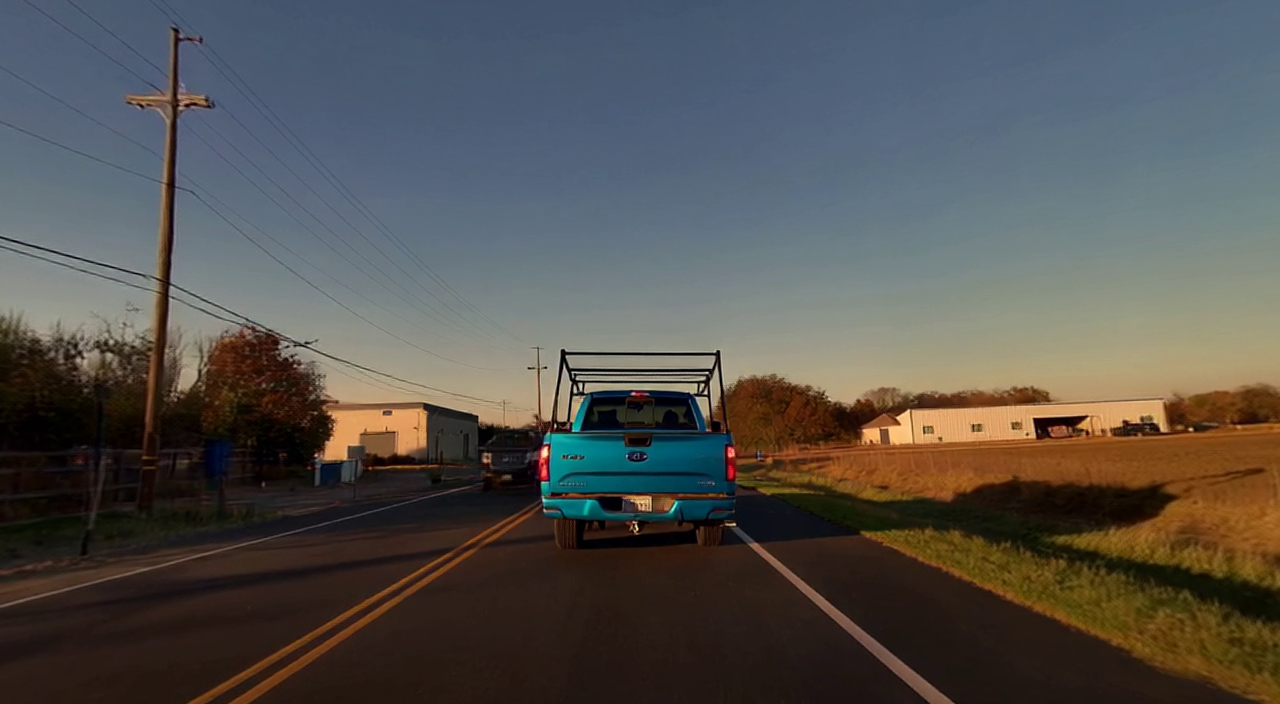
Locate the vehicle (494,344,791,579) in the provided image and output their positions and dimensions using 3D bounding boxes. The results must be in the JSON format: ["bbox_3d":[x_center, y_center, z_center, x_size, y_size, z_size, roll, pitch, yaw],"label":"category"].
[{"bbox_3d":[-0.064,1.608,9.982,2.912,2.320,7.292,0,-8,-1],"label":"vehicle"}]
